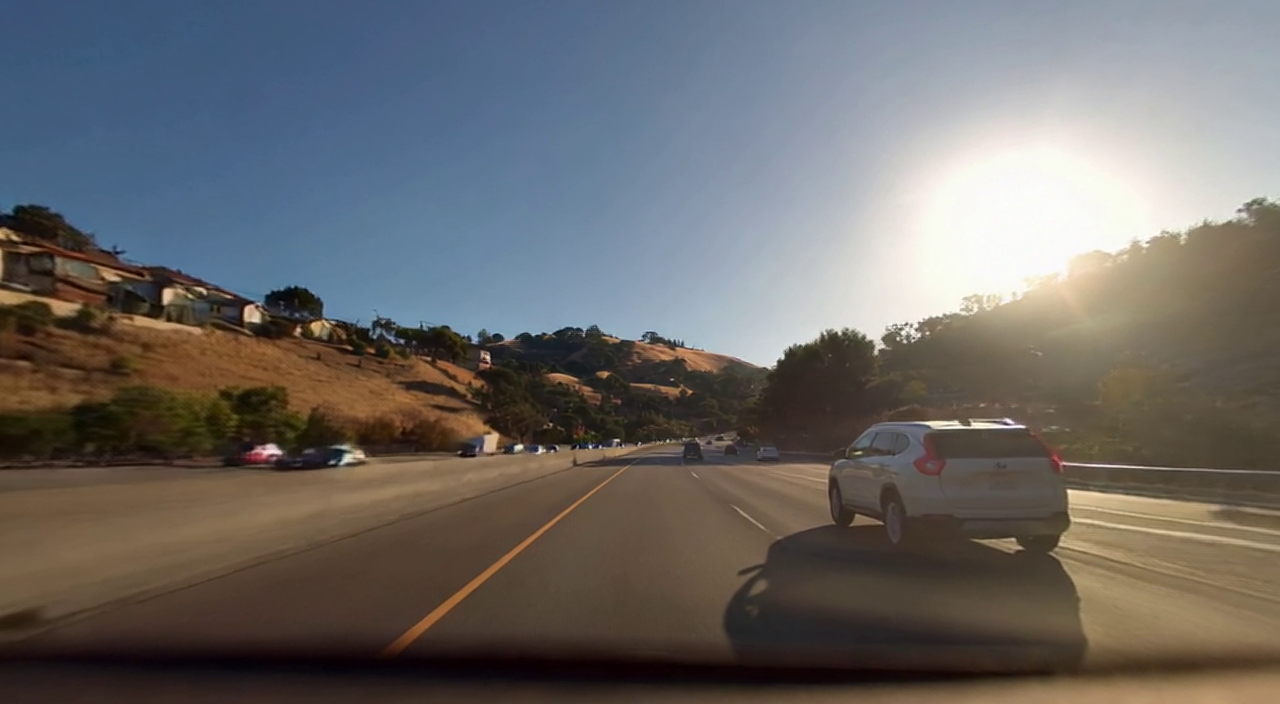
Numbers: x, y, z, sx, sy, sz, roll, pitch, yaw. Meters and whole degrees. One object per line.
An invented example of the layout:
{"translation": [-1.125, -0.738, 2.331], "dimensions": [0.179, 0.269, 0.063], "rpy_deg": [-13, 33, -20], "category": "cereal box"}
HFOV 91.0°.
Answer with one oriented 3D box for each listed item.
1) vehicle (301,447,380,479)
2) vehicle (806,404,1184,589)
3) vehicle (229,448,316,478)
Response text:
{"translation": [-16.454, 6.077, 34.855], "dimensions": [2.021, 1.626, 4.600], "rpy_deg": [0, -9, 1], "category": "vehicle"}
{"translation": [4.055, 1.742, 8.445], "dimensions": [2.318, 1.766, 4.587], "rpy_deg": [0, -9, -1], "category": "vehicle"}
{"translation": [-20.246, 6.121, 34.947], "dimensions": [1.921, 1.490, 4.691], "rpy_deg": [0, -9, 1], "category": "vehicle"}
